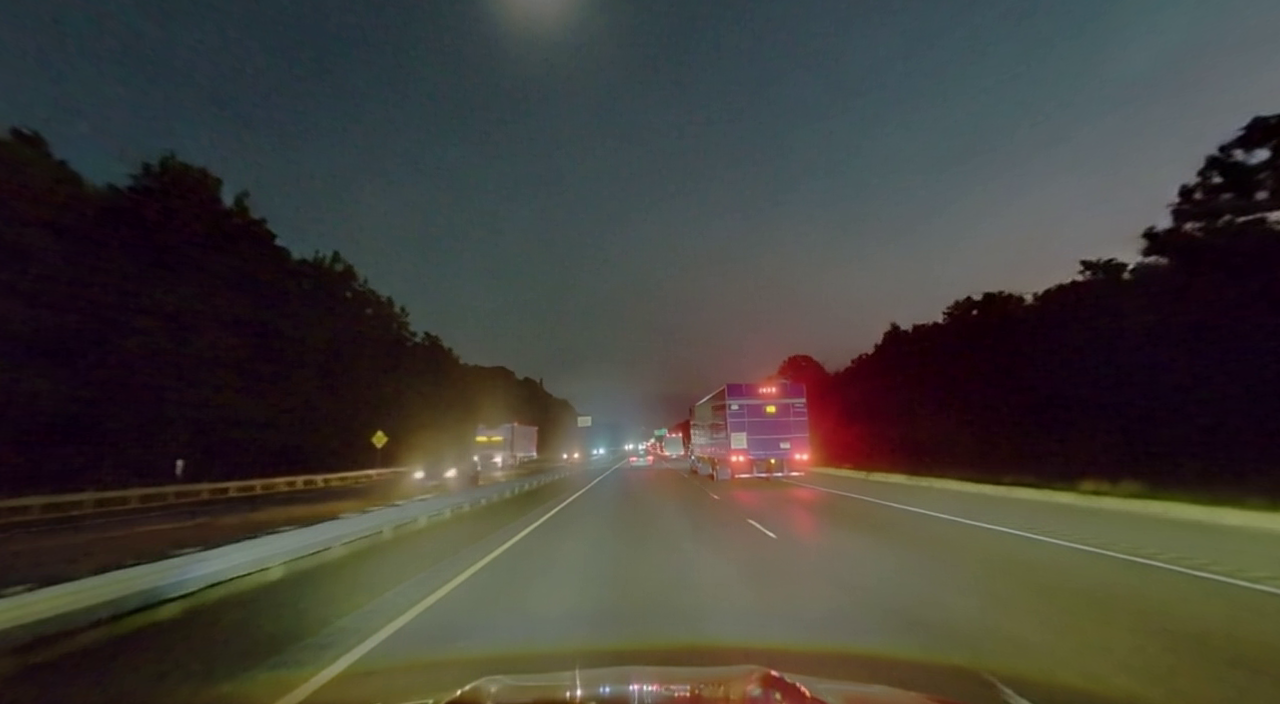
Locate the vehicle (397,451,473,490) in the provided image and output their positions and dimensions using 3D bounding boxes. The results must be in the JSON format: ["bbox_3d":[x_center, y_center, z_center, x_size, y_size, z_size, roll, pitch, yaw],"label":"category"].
[{"bbox_3d":[-8.390,4.866,26.158,1.803,1.449,3.902,0,-9,0],"label":"vehicle"}]

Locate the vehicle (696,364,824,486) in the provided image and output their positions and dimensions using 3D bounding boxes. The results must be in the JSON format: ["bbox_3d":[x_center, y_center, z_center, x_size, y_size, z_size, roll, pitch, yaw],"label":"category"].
[{"bbox_3d":[4.684,3.553,28.476,2.939,4.129,14.300,0,-9,0],"label":"vehicle"}]

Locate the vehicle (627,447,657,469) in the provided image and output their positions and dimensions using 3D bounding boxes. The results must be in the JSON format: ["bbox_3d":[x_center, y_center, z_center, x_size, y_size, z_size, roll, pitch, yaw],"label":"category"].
[{"bbox_3d":[0.124,7.163,42.563,1.926,1.386,3.615,0,-9,0],"label":"vehicle"}]
